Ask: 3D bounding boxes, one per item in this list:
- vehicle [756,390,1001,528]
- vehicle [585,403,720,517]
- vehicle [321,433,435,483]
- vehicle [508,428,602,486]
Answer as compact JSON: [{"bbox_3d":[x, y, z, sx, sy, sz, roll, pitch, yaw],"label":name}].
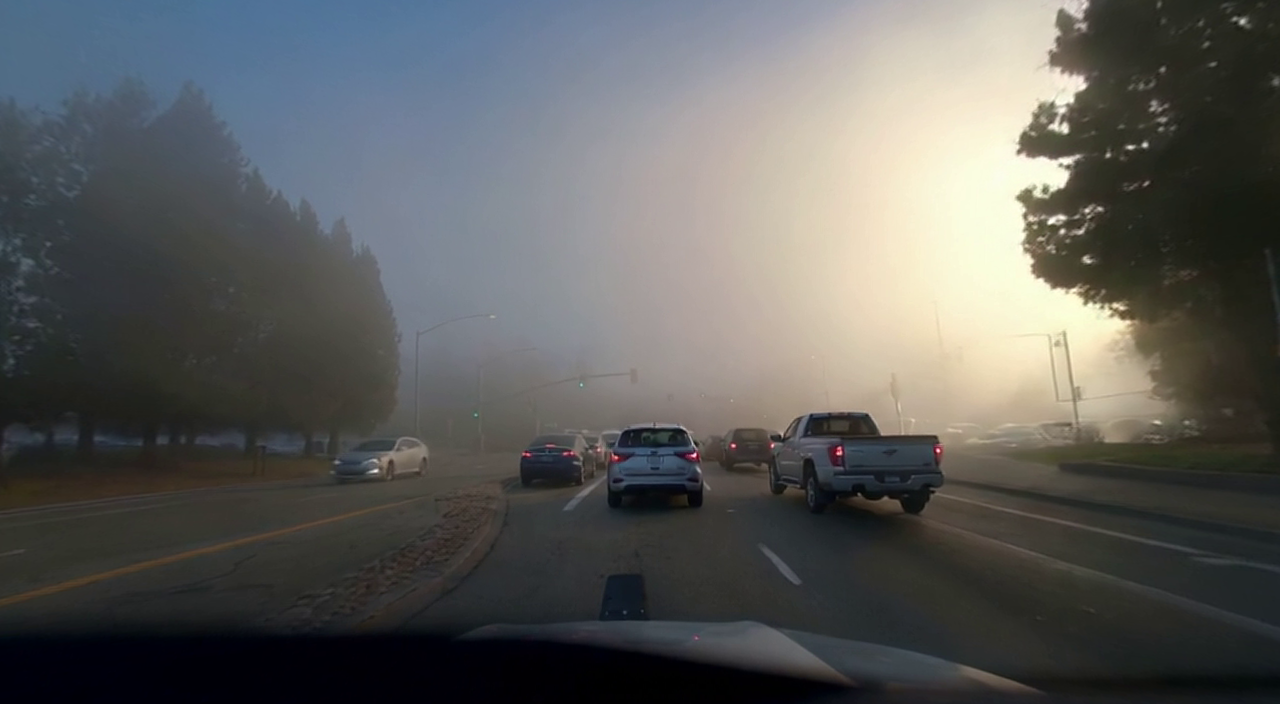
[{"bbox_3d":[3.767,1.888,11.556,2.317,1.857,5.940,0,-9,2],"label":"vehicle"},{"bbox_3d":[0.285,1.991,11.944,2.113,1.768,3.901,0,-9,3],"label":"vehicle"},{"bbox_3d":[-8.805,3.593,21.618,1.868,1.496,4.219,0,-9,4],"label":"vehicle"},{"bbox_3d":[-2.335,3.023,18.475,2.023,1.494,4.259,-1,-8,2],"label":"vehicle"}]
